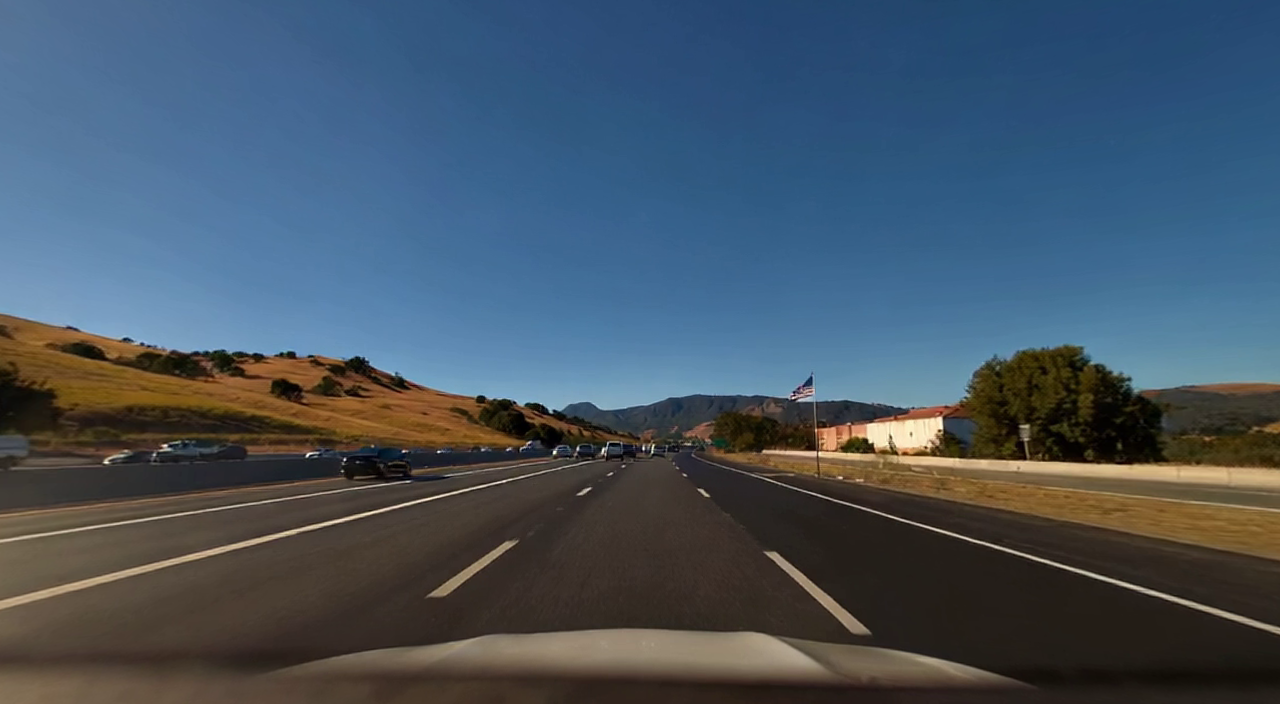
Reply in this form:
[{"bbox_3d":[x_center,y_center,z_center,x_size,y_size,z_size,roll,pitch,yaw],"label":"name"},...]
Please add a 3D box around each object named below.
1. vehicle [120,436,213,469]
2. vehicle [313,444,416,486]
[{"bbox_3d":[-37.177,7.863,49.809,2.119,2.396,6.381,-1,-8,3],"label":"vehicle"},{"bbox_3d":[-10.488,4.320,24.432,1.927,1.454,4.395,-1,-8,2],"label":"vehicle"}]
